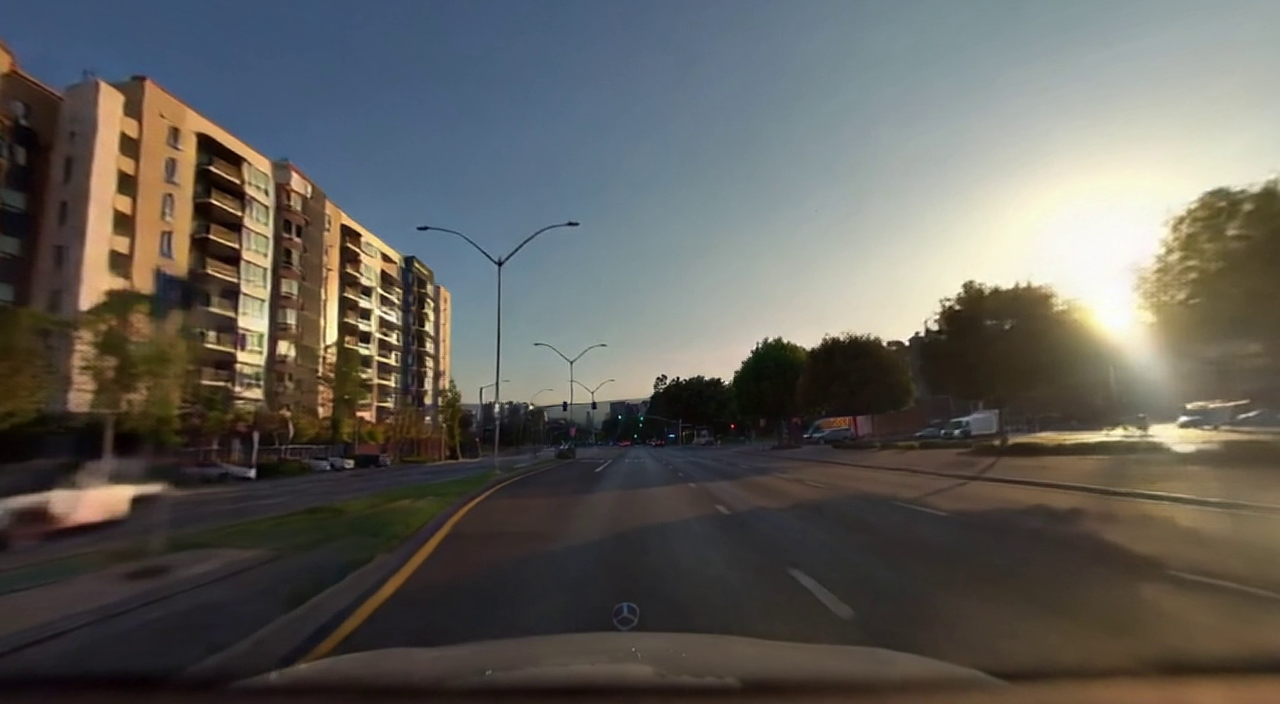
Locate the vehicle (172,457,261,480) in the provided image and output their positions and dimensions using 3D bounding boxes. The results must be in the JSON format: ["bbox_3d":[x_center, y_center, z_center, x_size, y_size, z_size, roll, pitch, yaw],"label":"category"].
[{"bbox_3d":[-30.139,8.322,45.057,4.851,1.519,2.112,0,-8,1],"label":"vehicle"}]
